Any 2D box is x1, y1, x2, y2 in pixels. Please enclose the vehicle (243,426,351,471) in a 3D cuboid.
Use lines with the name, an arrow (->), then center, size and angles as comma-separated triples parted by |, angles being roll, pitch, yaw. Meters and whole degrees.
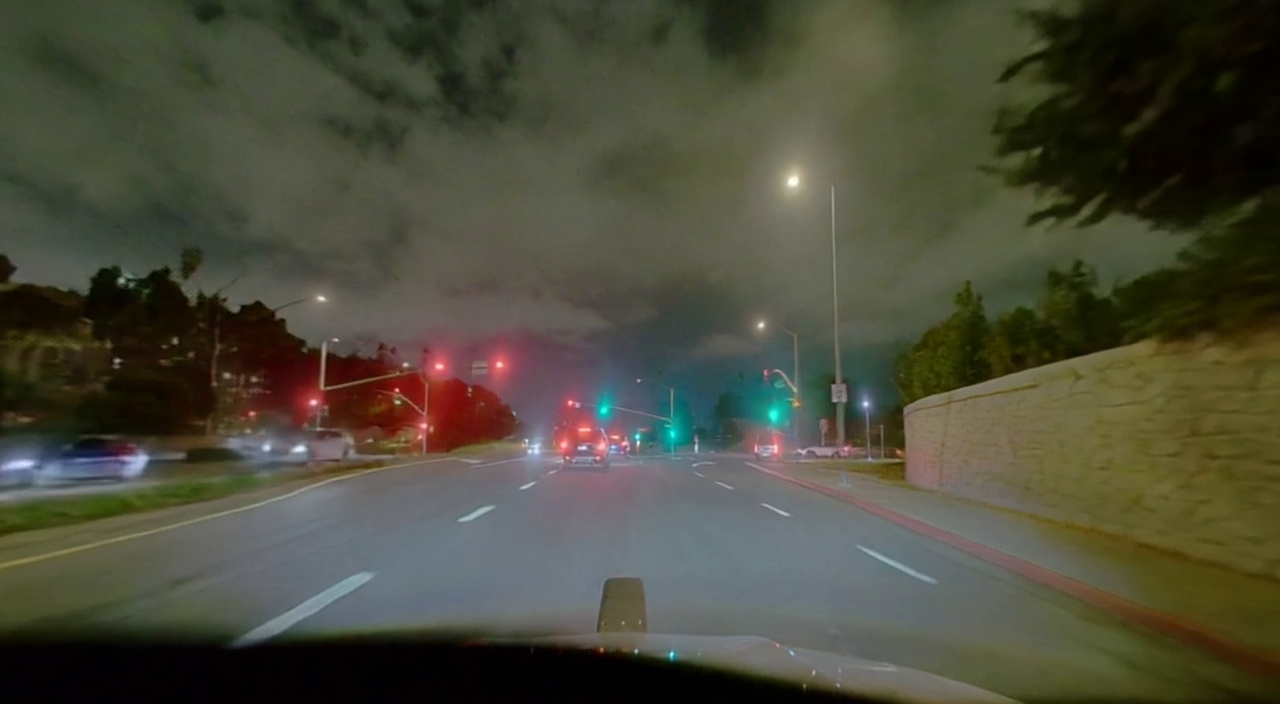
vehicle -> -15.031, 4.254, 27.884 | 2.086, 1.797, 4.749 | 0, -8, 0

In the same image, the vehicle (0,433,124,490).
vehicle -> -19.084, 3.366, 19.758 | 1.924, 1.598, 4.652 | 1, -8, -4

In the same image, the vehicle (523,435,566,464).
vehicle -> -5.166, 5.305, 34.303 | 1.753, 1.458, 3.742 | 0, -8, 0

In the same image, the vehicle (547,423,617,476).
vehicle -> -2.088, 3.708, 24.113 | 2.152, 1.822, 4.391 | 0, -8, 2
